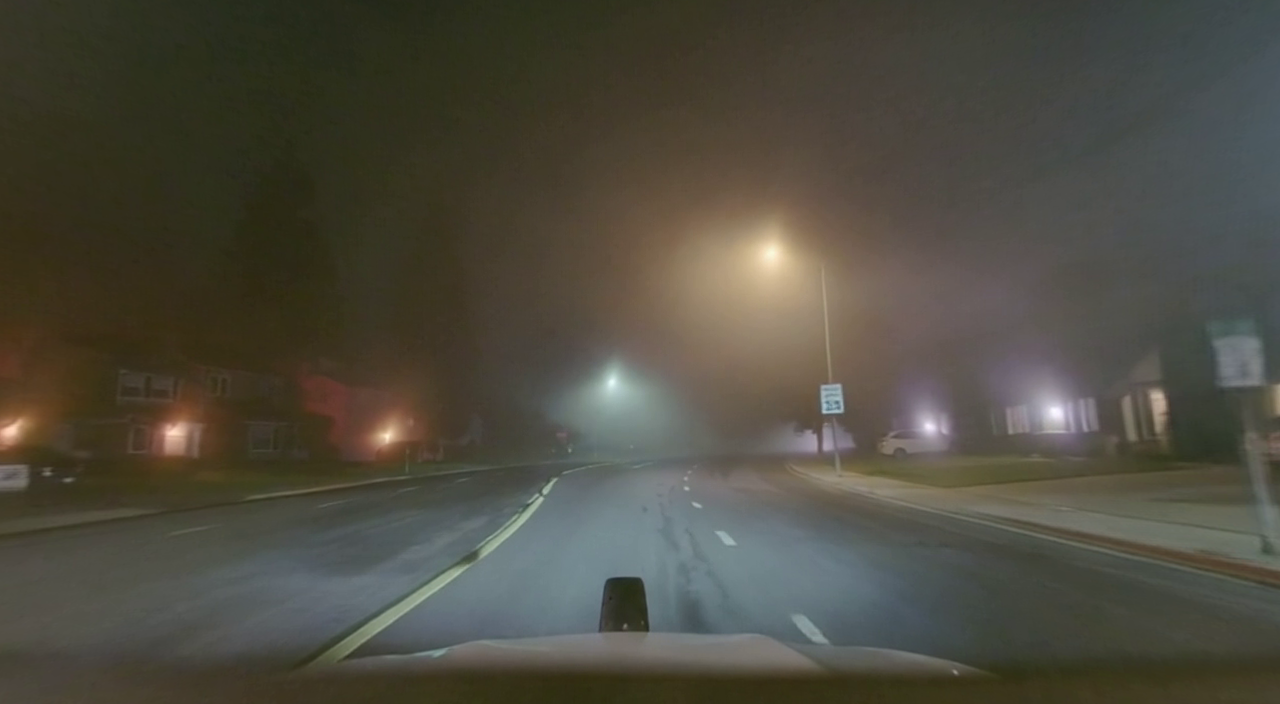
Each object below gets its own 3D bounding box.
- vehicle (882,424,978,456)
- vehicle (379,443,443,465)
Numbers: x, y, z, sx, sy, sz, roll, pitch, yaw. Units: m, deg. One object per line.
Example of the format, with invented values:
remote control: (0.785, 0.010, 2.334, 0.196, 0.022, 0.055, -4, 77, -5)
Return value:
vehicle: (16.818, 5.136, 36.778, 4.766, 1.789, 1.939, -3, -9, 16)
vehicle: (-17.506, 7.787, 48.191, 4.110, 1.605, 1.968, -2, -9, 15)
